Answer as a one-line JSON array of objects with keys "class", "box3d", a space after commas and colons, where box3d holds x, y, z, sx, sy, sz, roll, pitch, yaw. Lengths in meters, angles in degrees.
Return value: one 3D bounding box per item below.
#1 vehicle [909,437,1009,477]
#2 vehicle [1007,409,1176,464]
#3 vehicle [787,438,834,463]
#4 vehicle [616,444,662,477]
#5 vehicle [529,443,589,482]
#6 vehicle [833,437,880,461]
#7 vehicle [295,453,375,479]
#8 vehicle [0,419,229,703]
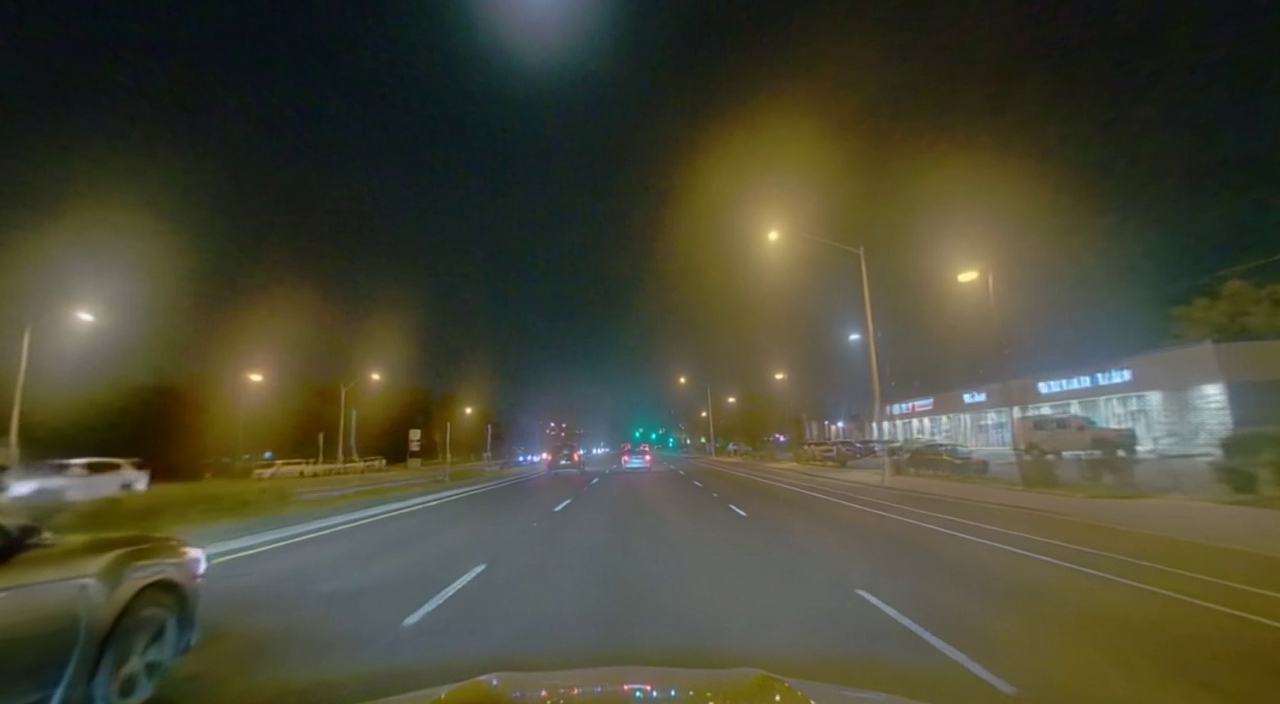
[{"class": "vehicle", "box3d": [13.324, 4.388, 26.656, 1.914, 1.523, 4.747, 0, -9, 2]}, {"class": "vehicle", "box3d": [19.980, 3.828, 28.253, 5.511, 2.262, 2.351, -2, -9, 15]}, {"class": "vehicle", "box3d": [13.003, 7.545, 48.435, 2.072, 1.769, 5.000, 0, -9, -2]}, {"class": "vehicle", "box3d": [-0.075, 5.065, 29.675, 2.019, 1.459, 4.005, 0, -9, 0]}, {"class": "vehicle", "box3d": [-3.305, 4.632, 26.617, 1.939, 1.496, 4.309, 0, -9, 0]}, {"class": "vehicle", "box3d": [16.240, 7.306, 47.412, 1.930, 1.713, 4.756, 0, -9, 1]}, {"class": "vehicle", "box3d": [-22.512, 8.398, 46.583, 4.798, 1.823, 2.010, -1, -9, 3]}, {"class": "vehicle", "box3d": [-3.646, 0.911, 1.789, 2.003, 1.488, 4.282, 0, -9, 1]}]
